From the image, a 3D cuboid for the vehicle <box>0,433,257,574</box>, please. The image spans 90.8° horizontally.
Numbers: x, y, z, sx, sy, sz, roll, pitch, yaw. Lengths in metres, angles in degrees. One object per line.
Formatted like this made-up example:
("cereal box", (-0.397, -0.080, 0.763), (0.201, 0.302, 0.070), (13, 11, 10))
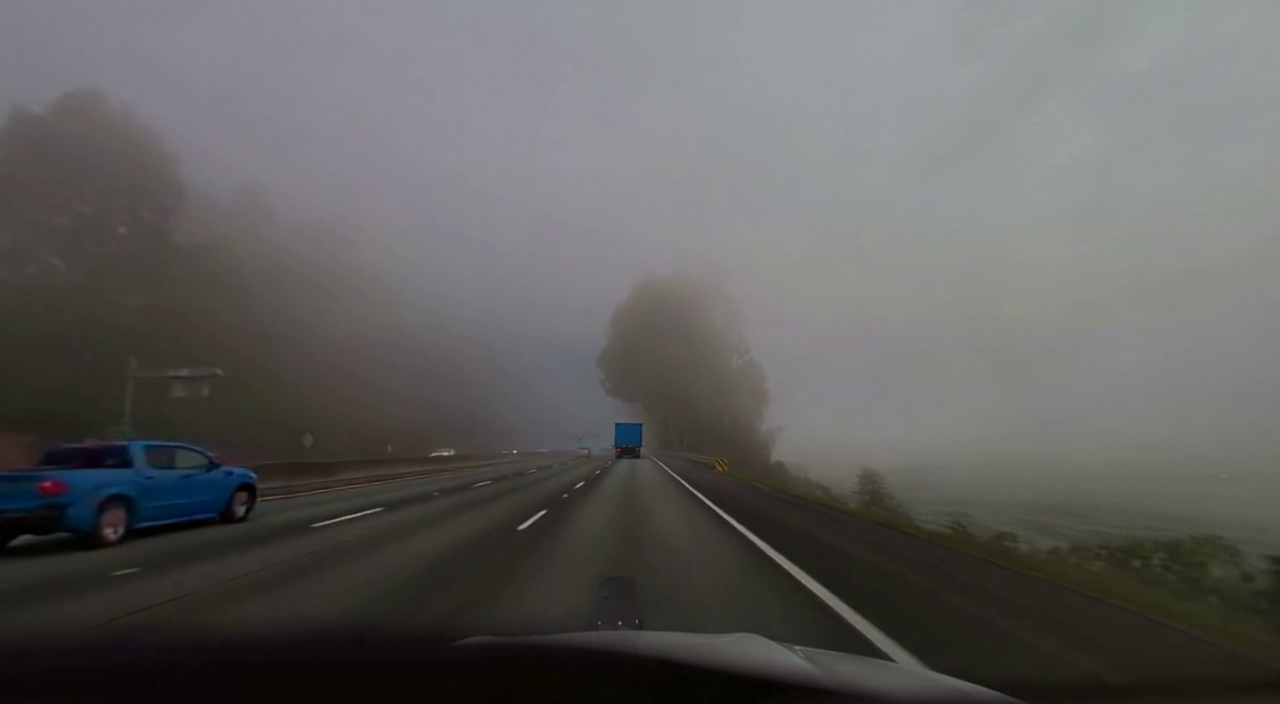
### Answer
("vehicle", (-7.946, 1.953, 8.967), (2.155, 1.504, 4.490), (0, -8, 0))
